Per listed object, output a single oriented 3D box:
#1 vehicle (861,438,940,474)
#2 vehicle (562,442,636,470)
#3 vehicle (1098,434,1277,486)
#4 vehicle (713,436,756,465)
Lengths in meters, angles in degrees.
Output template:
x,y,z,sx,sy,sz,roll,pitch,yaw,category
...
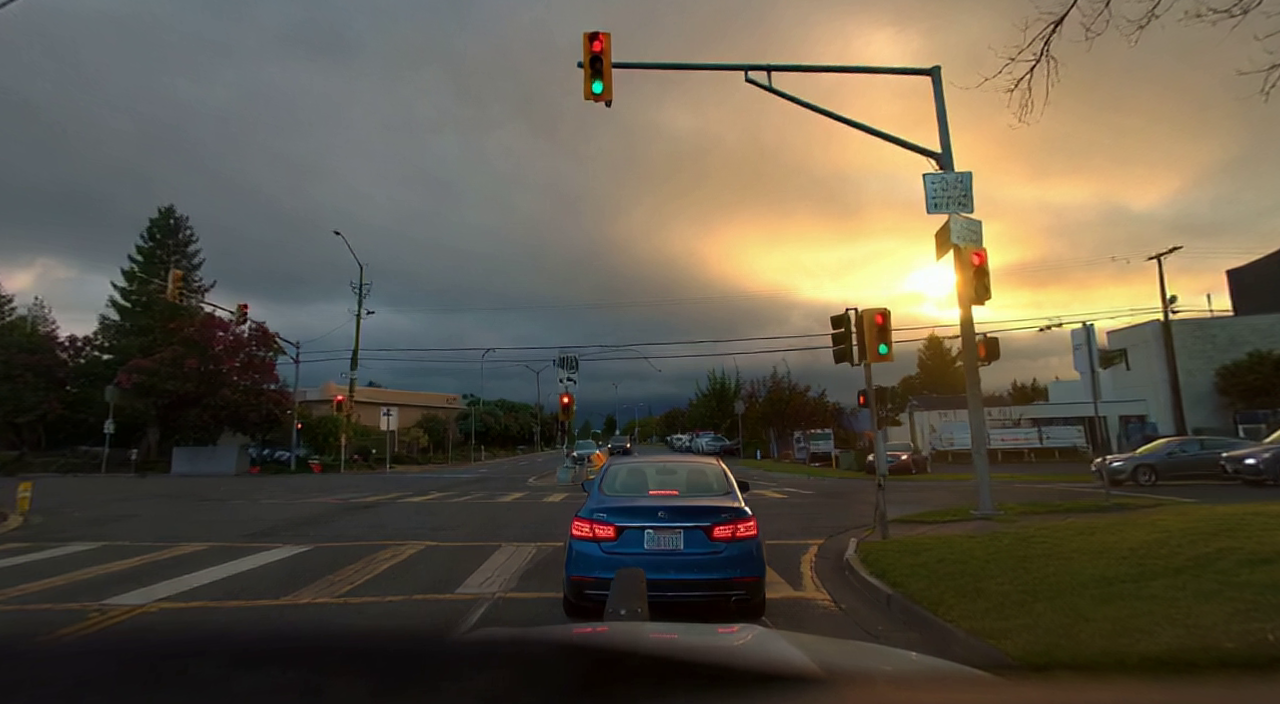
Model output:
x,y,z,sx,sy,sz,roll,pitch,yaw,category
12.399,5.041,30.273,1.922,1.529,3.964,1,-11,-2,vehicle
-2.440,6.152,37.555,3.991,1.526,1.868,-4,-9,30,vehicle
16.804,3.317,19.502,3.876,1.512,1.784,0,-8,-2,vehicle
6.901,7.185,46.179,1.491,2.041,2.964,6,-9,-33,vehicle
